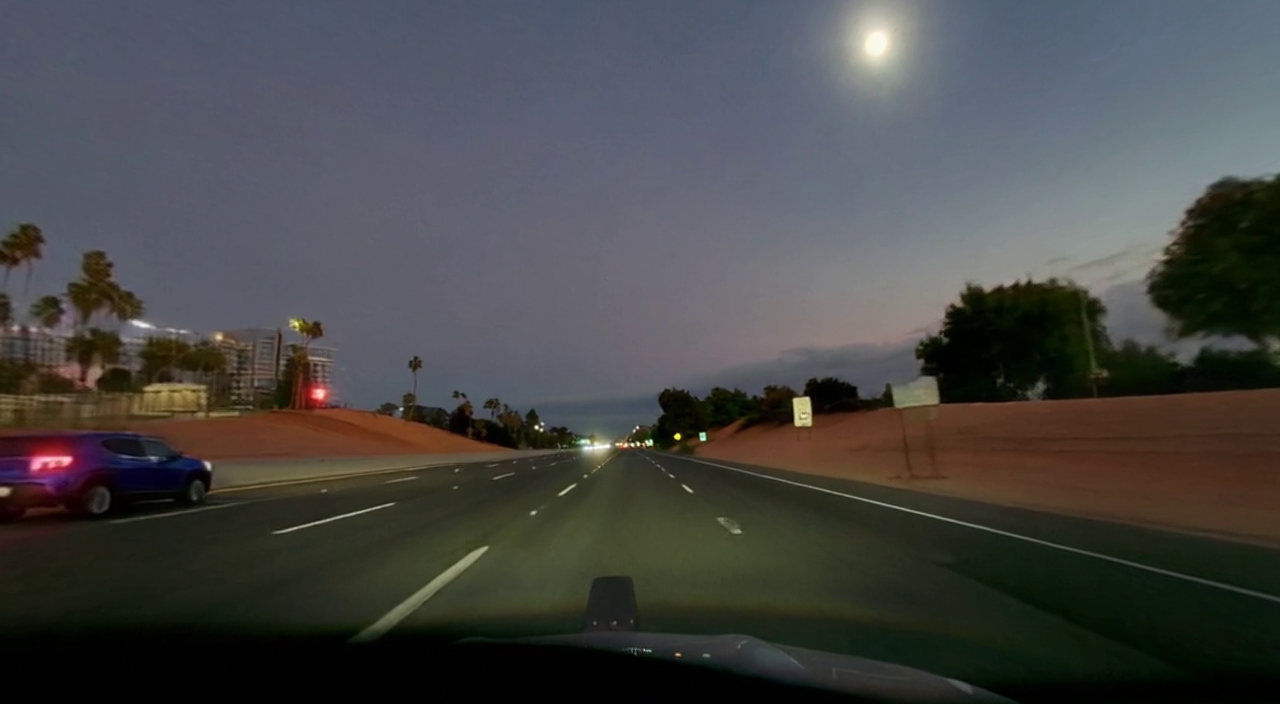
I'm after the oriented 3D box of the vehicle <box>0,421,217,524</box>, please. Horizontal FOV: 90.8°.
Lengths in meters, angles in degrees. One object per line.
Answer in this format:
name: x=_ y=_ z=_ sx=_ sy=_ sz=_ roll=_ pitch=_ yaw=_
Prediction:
vehicle: x=-11.440 y=2.427 z=13.201 sx=2.016 sy=1.754 sz=4.543 roll=0 pitch=-8 yaw=0
